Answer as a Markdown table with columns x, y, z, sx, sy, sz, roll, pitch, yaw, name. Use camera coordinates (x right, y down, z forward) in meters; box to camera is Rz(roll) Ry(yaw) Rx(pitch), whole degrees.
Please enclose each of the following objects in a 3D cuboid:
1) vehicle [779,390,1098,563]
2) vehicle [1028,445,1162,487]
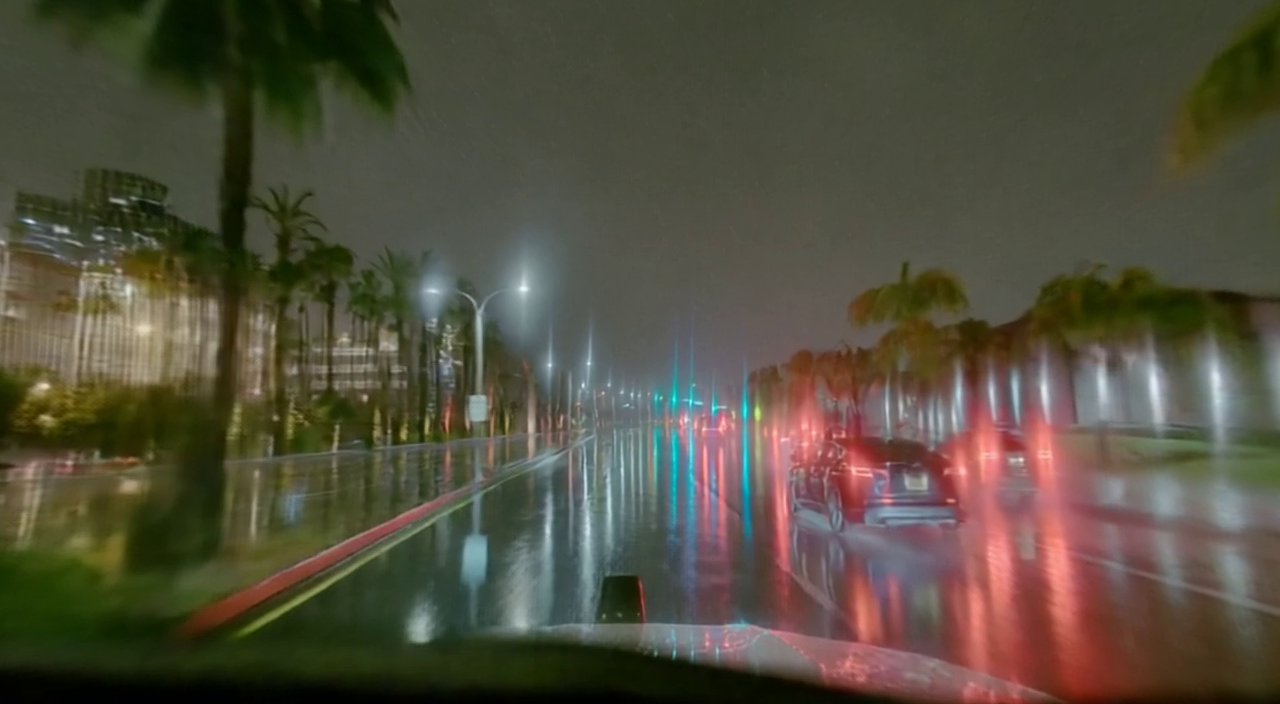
| x | y | z | sx | sy | sz | roll | pitch | yaw | name |
| --- | --- | --- | --- | --- | --- | --- | --- | --- | --- |
| 3.659 | 1.680 | 9.057 | 2.219 | 1.795 | 4.718 | 0 | -9 | 0 | vehicle |
| 17.355 | 4.364 | 24.430 | 1.869 | 1.438 | 4.366 | 0 | -9 | -1 | vehicle |
